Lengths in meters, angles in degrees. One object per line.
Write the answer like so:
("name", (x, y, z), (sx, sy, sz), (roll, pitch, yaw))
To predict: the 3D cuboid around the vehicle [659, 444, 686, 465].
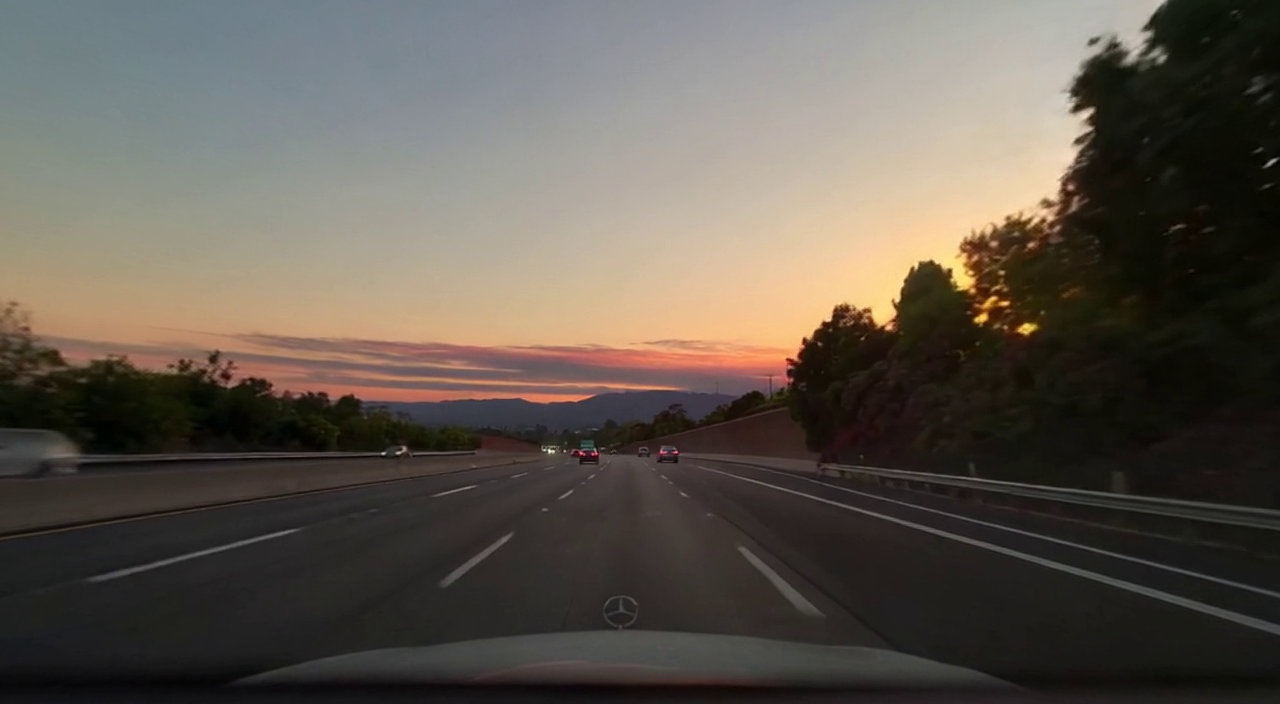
("vehicle", (2.469, 7.991, 48.948), (1.895, 1.555, 4.030), (0, -9, 0))
